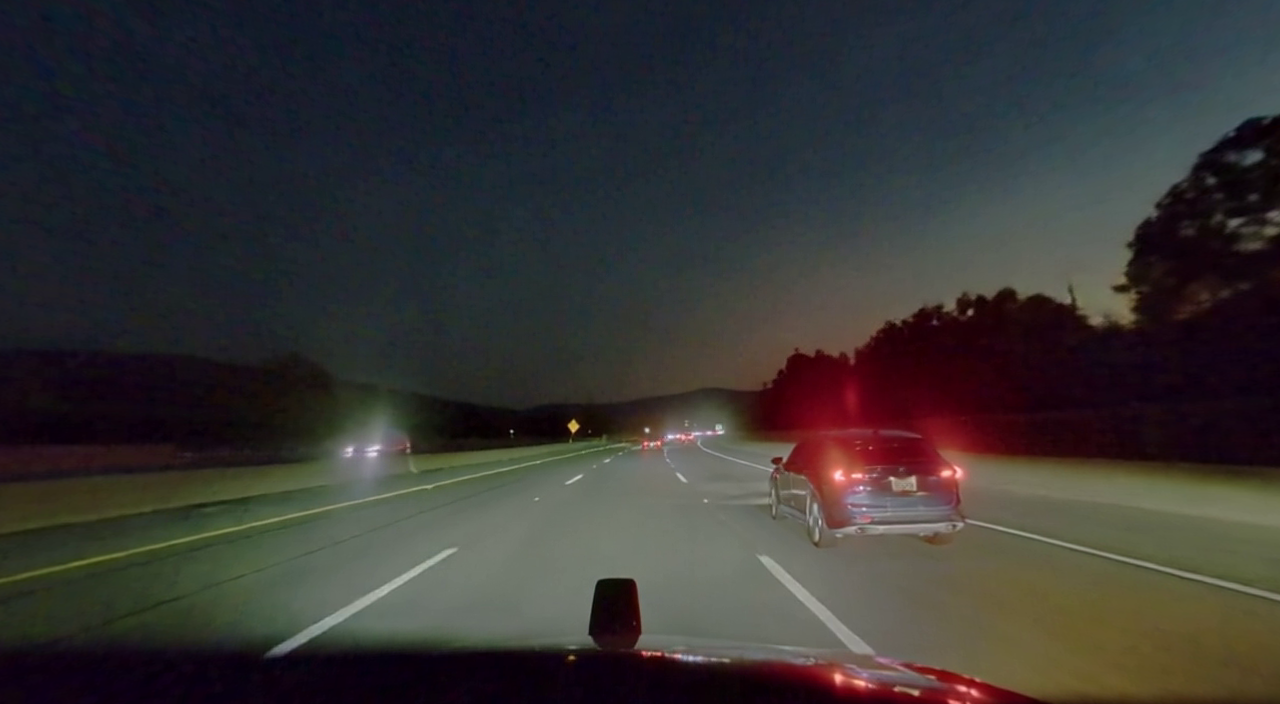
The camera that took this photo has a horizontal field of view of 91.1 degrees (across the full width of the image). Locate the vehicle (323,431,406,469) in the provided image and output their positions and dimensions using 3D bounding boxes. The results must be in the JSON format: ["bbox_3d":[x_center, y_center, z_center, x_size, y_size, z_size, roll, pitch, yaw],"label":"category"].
[{"bbox_3d":[-14.456,5.154,33.357,2.211,1.875,4.704,0,-8,1],"label":"vehicle"}]
